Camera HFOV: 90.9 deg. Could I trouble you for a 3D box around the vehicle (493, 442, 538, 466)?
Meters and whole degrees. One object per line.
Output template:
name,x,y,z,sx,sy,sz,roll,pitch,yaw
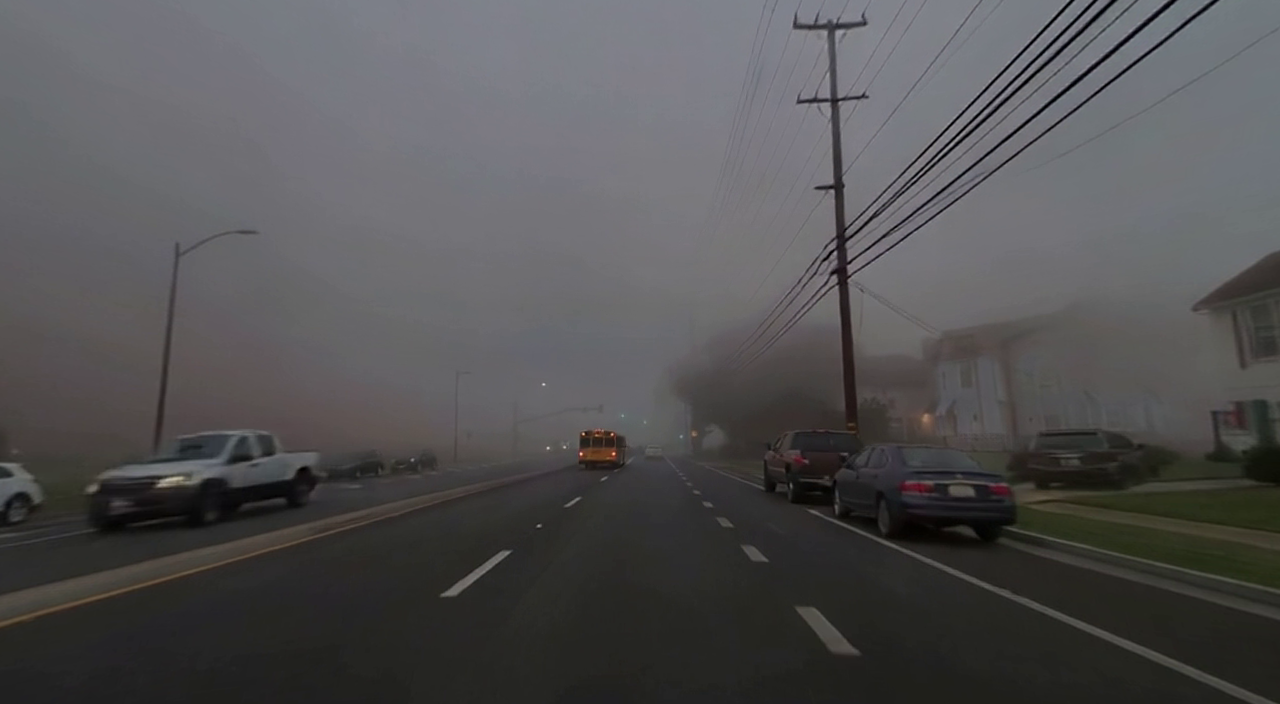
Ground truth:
vehicle,-8.509,6.952,43.352,2.096,1.552,4.714,0,-8,0

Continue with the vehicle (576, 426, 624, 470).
vehicle,-1.937,4.844,31.972,2.168,2.040,4.527,0,-8,-1

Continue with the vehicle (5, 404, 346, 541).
vehicle,-8.586,2.296,12.743,2.653,1.964,5.699,-3,-8,-1

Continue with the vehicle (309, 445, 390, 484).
vehicle,-15.291,5.904,33.495,1.993,1.639,5.065,-6,-8,-1

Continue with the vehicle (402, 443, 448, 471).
vehicle,-15.280,7.458,44.986,1.888,1.766,4.127,-5,-8,-1

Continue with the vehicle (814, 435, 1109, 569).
vehicle,4.215,1.999,9.378,1.838,1.458,4.750,0,-8,-1

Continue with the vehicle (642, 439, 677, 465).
vehicle,1.175,6.141,38.956,2.063,1.495,3.849,0,-8,2
